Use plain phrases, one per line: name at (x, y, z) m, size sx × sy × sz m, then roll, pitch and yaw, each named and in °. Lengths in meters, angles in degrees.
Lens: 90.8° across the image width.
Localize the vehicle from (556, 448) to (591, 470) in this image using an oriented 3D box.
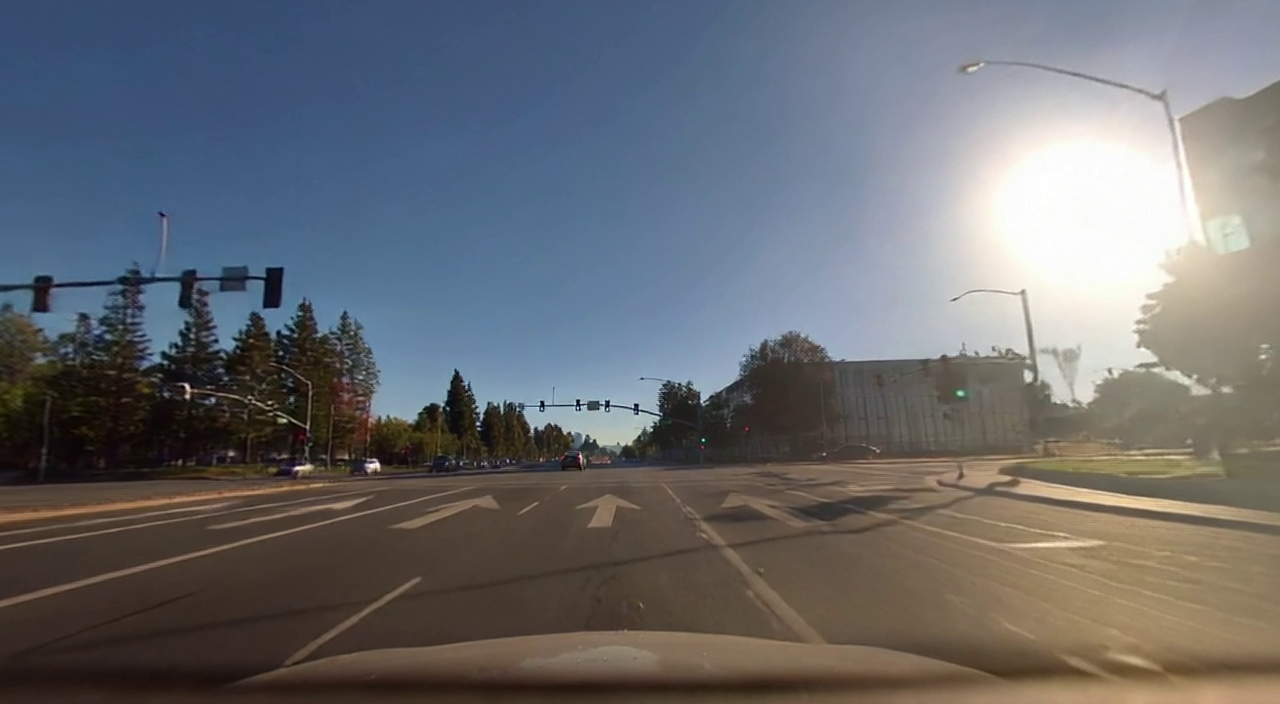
vehicle at (-4.681, 7.552, 44.904) m, size 2.073 × 1.445 × 4.151 m, roll 0°, pitch -8°, yaw -1°
